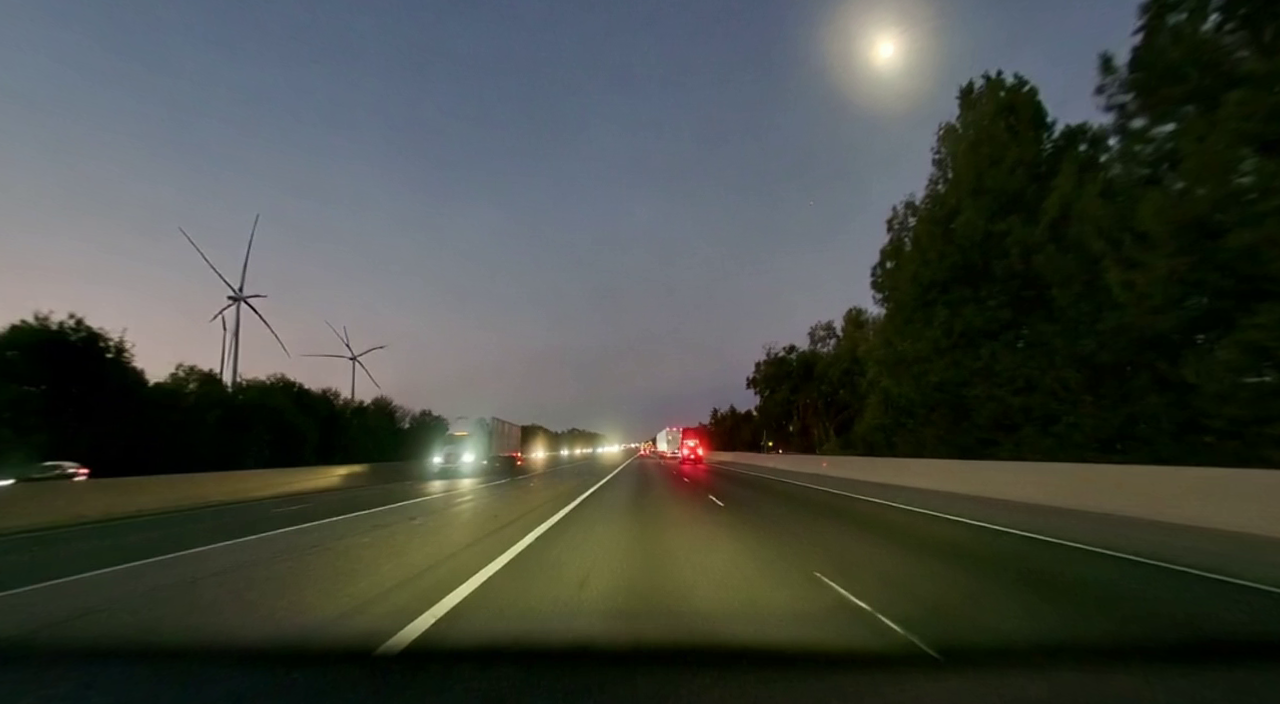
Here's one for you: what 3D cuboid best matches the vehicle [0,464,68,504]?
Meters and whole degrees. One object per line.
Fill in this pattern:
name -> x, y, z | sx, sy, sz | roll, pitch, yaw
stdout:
vehicle -> -27.850, 5.752, 27.510 | 1.786, 1.593, 4.175 | 0, -9, -1

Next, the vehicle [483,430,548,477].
vehicle -> -8.070, 6.751, 41.915 | 2.700, 2.772, 7.443 | 0, -9, 1

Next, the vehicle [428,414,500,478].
vehicle -> -12.203, 6.647, 44.413 | 2.947, 4.100, 6.956 | 0, -9, 0
